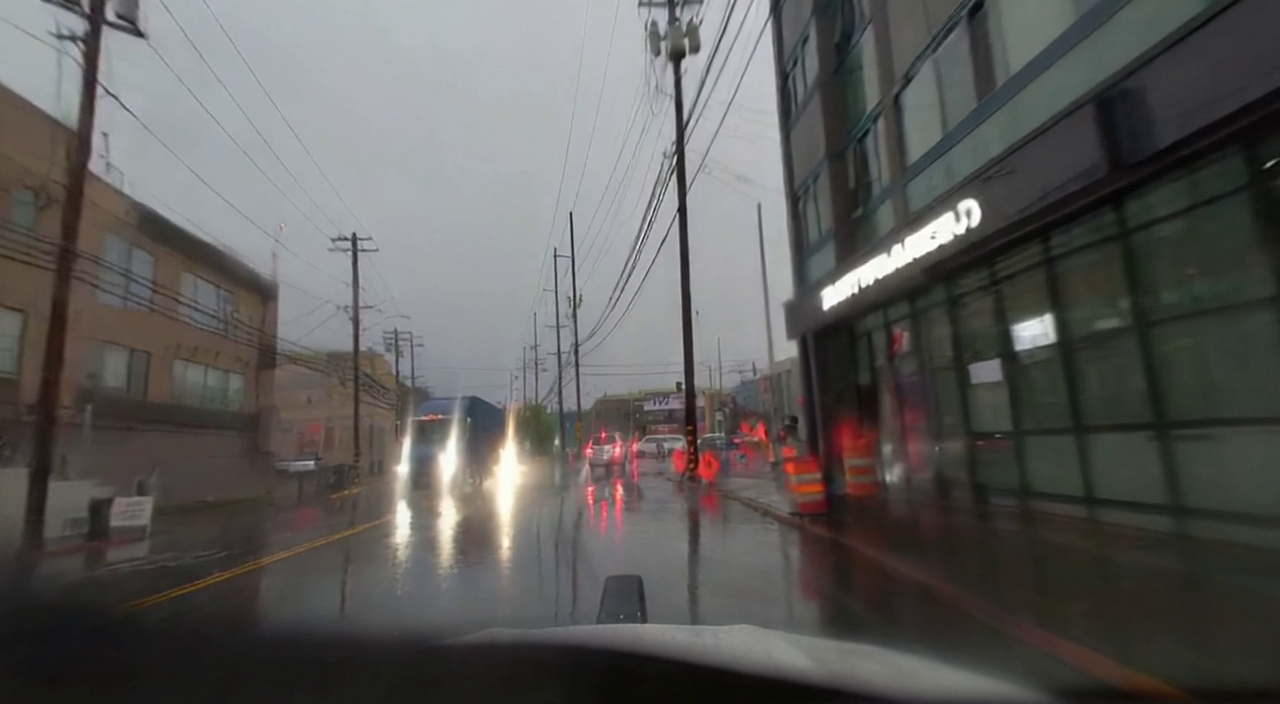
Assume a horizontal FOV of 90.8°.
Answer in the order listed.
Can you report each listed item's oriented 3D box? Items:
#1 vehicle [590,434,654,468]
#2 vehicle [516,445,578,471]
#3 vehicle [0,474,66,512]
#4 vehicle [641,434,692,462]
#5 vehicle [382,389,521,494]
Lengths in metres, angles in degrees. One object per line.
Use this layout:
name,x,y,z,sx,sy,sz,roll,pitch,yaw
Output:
vehicle,-0.975,5.932,38.041,2.256,1.859,5.118,-3,-8,17
vehicle,-6.023,6.923,41.490,2.103,1.526,4.743,-3,-8,18
vehicle,-34.322,7.741,34.478,4.158,1.736,1.971,-4,-7,2
vehicle,2.014,6.921,45.758,2.206,1.911,5.548,-3,-8,18
vehicle,-7.962,4.035,28.772,3.007,3.800,11.011,-1,-8,0
